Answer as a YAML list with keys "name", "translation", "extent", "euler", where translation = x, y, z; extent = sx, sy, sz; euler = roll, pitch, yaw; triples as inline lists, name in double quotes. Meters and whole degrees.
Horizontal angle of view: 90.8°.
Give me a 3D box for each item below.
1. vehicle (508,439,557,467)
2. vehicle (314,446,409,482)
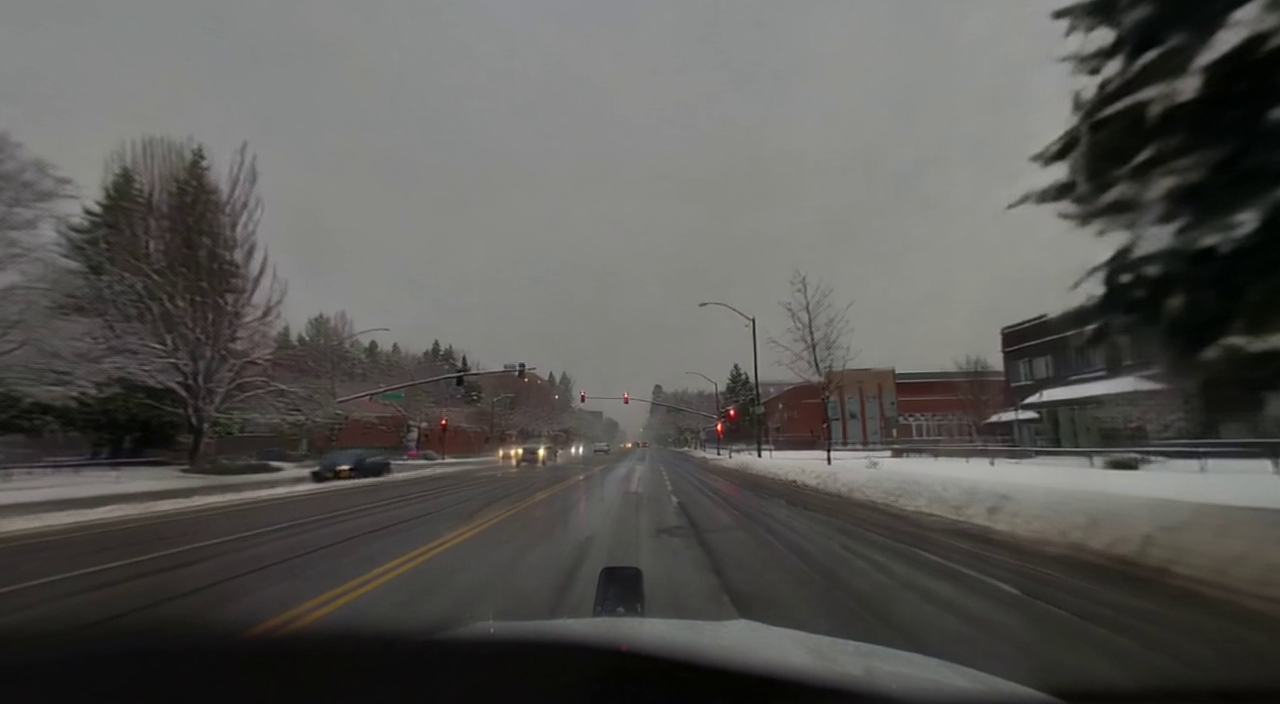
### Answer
- name: "vehicle"
  translation: [-7.077, 6.703, 41.973]
  extent: [2.262, 1.708, 4.466]
  euler: [0, -9, 2]
- name: "vehicle"
  translation: [-11.898, 4.792, 27.369]
  extent: [1.987, 1.445, 4.482]
  euler: [0, -9, 1]
